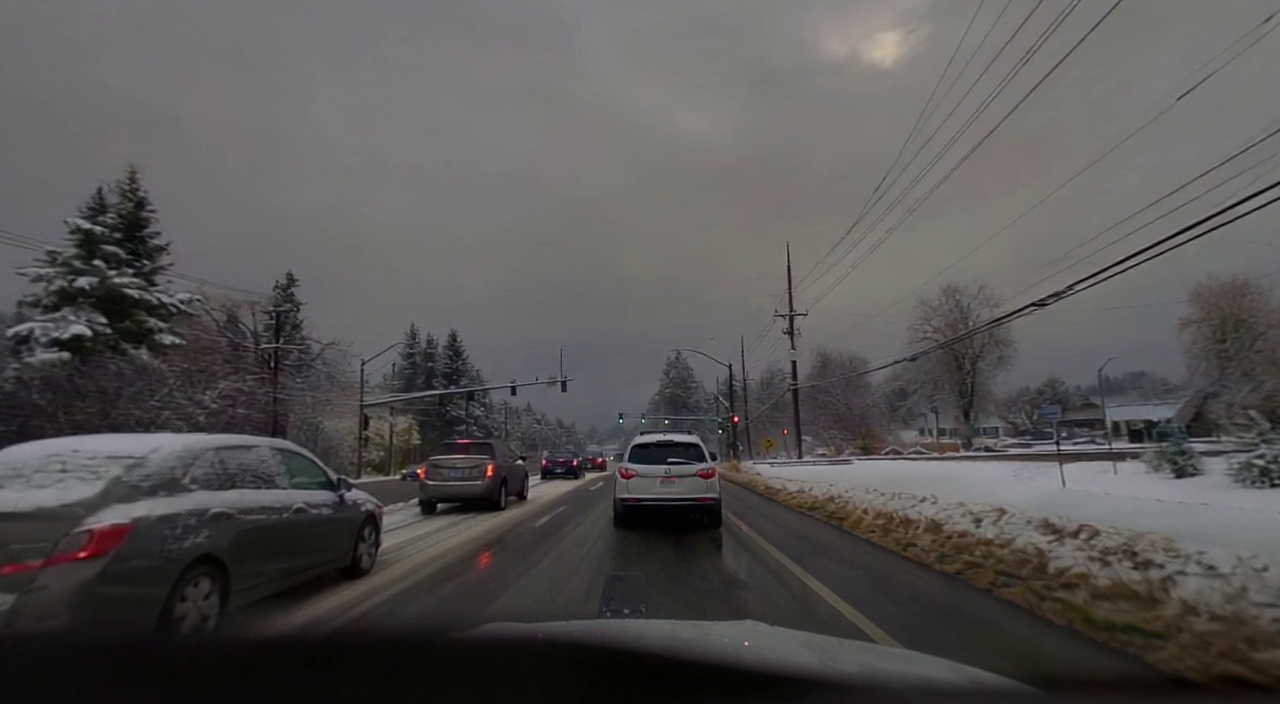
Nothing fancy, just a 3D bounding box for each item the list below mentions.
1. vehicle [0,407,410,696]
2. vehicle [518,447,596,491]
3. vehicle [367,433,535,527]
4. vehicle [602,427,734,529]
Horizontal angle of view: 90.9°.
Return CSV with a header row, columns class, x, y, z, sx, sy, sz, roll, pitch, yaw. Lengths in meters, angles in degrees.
class,x,y,z,sx,sy,sz,roll,pitch,yaw
vehicle,-3.819,1.396,5.531,1.999,1.563,4.007,0,-9,1
vehicle,-2.935,4.264,23.316,2.105,1.436,4.311,-1,-9,3
vehicle,-3.696,2.591,13.356,2.018,1.621,4.441,-1,-9,2
vehicle,0.541,2.428,12.635,2.205,1.691,3.937,-1,-9,2
